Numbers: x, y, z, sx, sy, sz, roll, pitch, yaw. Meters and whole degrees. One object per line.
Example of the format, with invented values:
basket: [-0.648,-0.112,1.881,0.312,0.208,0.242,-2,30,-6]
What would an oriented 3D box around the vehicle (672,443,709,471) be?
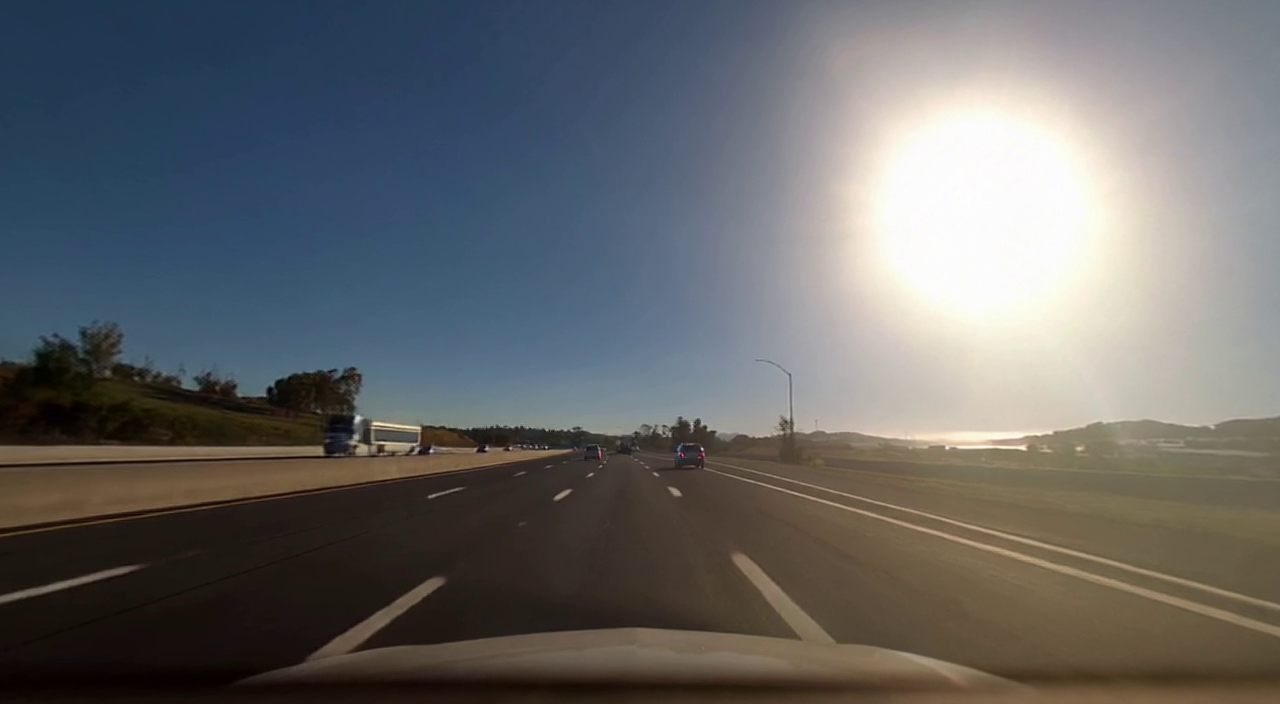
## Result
vehicle: [3.039,6.414,38.464,1.895,1.555,4.030,0,-9,0]
